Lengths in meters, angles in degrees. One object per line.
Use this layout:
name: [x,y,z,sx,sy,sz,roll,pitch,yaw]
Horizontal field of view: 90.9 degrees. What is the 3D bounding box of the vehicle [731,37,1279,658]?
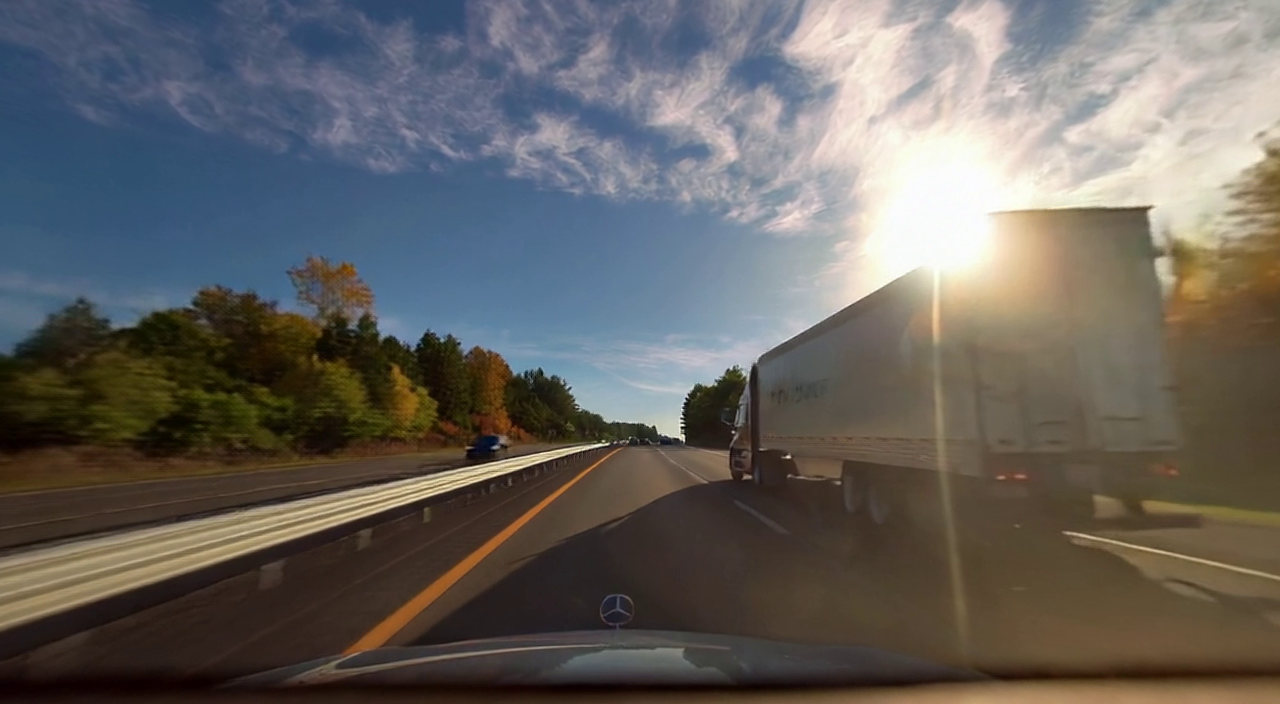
vehicle: [4.260,0.753,10.989,2.951,4.007,13.976,0,-7,-1]
